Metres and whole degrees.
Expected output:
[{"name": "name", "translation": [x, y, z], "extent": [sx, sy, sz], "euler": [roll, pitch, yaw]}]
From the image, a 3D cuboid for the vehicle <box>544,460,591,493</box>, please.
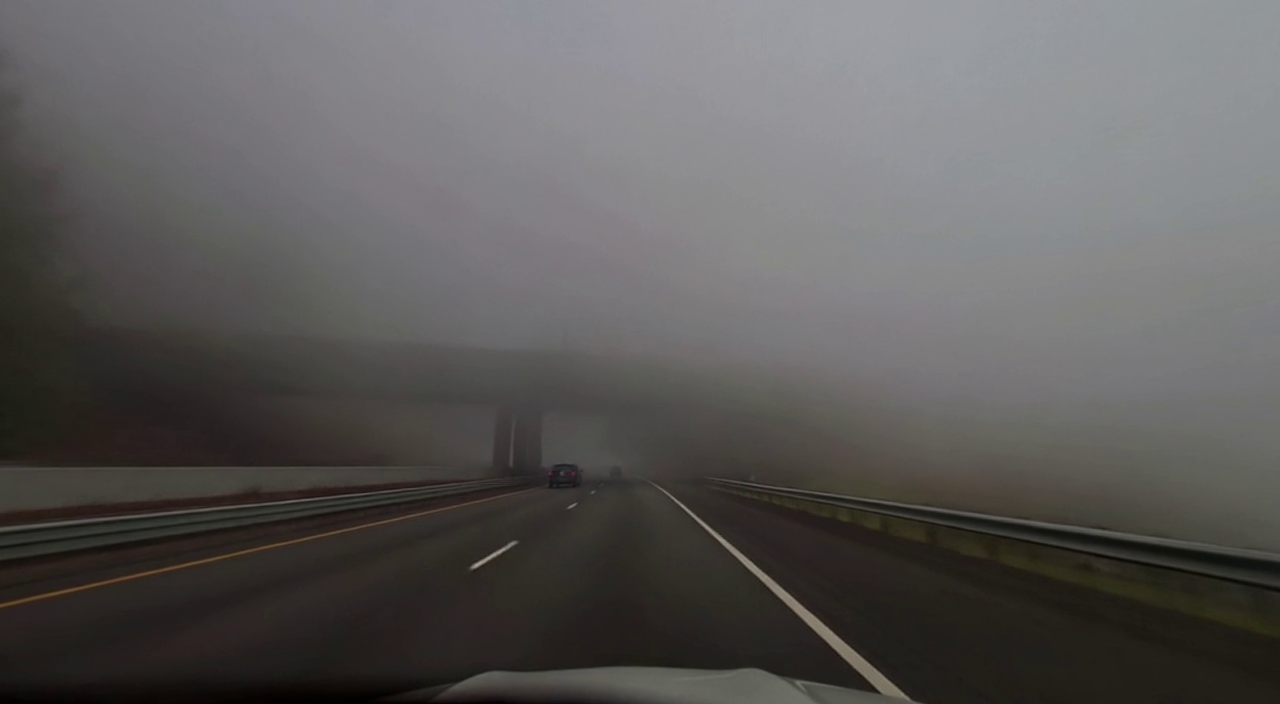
[{"name": "vehicle", "translation": [-4.258, 7.470, 37.972], "extent": [2.286, 1.757, 5.057], "euler": [1, -11, -1]}]
